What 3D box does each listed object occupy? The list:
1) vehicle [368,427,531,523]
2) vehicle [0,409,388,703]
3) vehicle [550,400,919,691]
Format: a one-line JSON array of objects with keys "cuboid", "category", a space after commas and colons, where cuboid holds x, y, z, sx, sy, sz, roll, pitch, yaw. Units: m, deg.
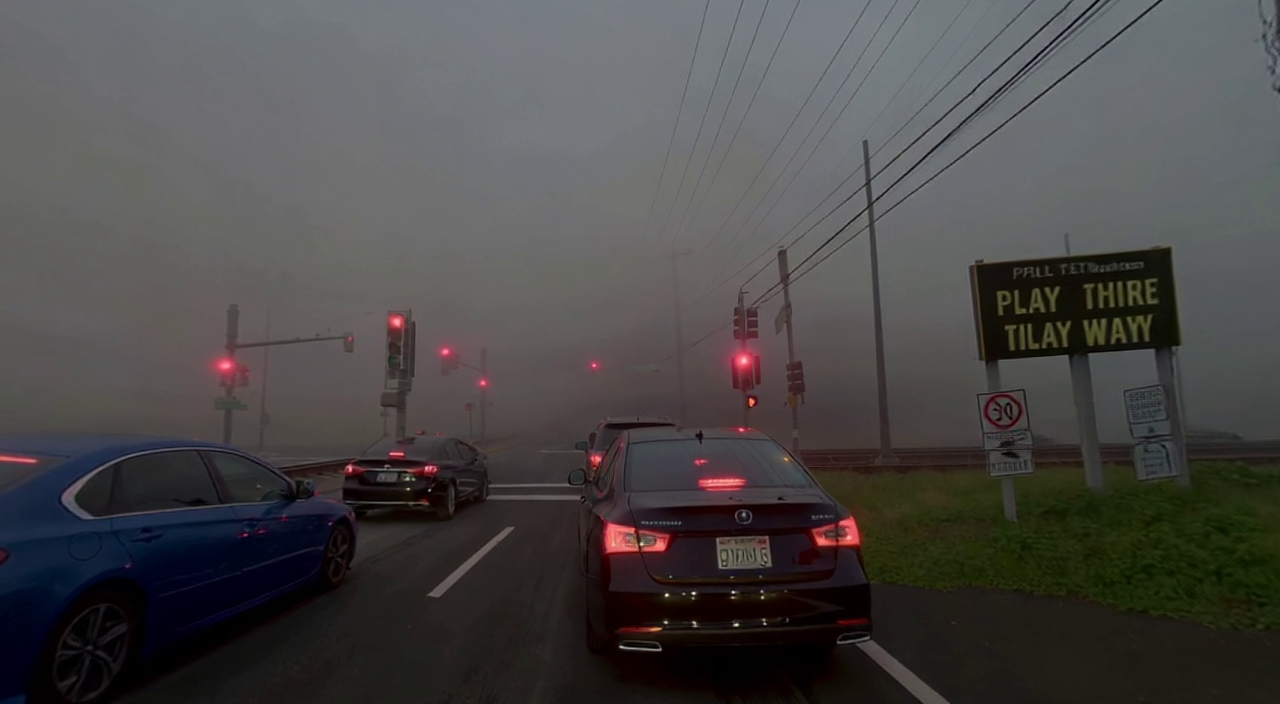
[{"cuboid": [-3.361, 2.253, 12.075, 1.984, 1.505, 4.047, 0, -9, -2], "category": "vehicle"}, {"cuboid": [-3.717, 1.256, 4.511, 1.956, 1.468, 4.585, 0, -9, 0], "category": "vehicle"}, {"cuboid": [0.402, 1.327, 5.448, 1.998, 1.529, 3.960, 1, -9, -3], "category": "vehicle"}]
